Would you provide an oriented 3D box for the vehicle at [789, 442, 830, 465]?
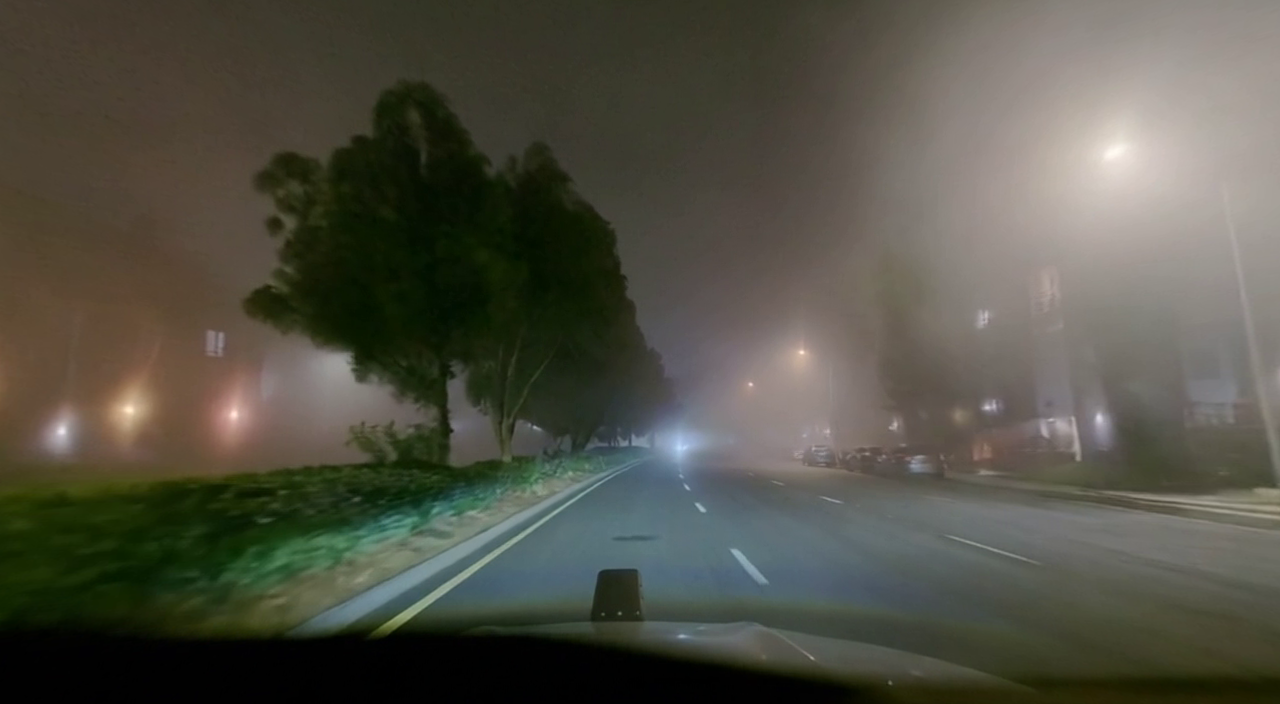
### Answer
[{"bbox_3d":[11.703,7.006,43.791,1.876,1.450,4.596,-1,-8,4],"label":"vehicle"}]

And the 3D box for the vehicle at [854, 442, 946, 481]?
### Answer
[{"bbox_3d":[10.687,4.523,26.379,1.897,1.455,4.586,0,-8,0],"label":"vehicle"}]
